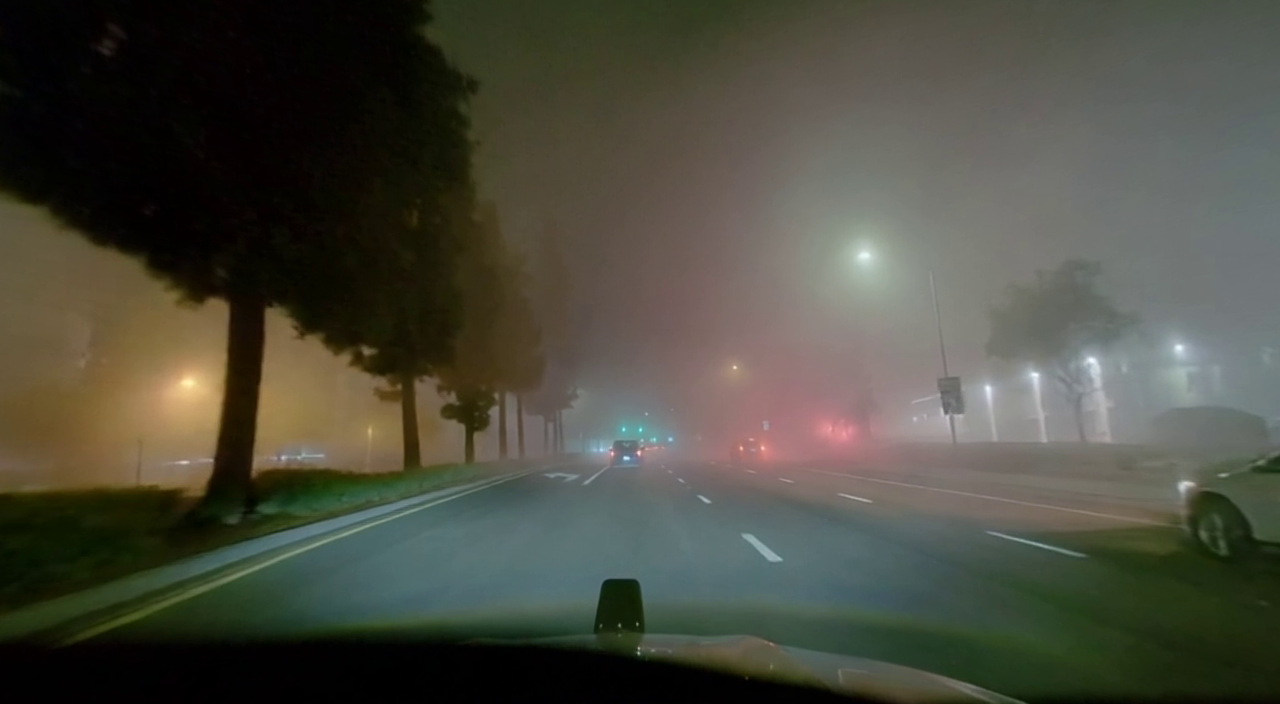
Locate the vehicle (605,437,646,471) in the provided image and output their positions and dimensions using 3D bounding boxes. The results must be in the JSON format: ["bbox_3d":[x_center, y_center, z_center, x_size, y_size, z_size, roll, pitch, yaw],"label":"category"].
[{"bbox_3d":[-0.763,5.778,35.981,2.193,1.794,4.457,0,-8,0],"label":"vehicle"}]

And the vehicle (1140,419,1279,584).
[{"bbox_3d":[6.827,1.239,5.001,2.139,1.471,4.393,0,-8,0],"label":"vehicle"}]

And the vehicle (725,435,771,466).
[{"bbox_3d":[6.739,6.210,39.864,2.026,1.804,4.565,0,-8,-1],"label":"vehicle"}]
